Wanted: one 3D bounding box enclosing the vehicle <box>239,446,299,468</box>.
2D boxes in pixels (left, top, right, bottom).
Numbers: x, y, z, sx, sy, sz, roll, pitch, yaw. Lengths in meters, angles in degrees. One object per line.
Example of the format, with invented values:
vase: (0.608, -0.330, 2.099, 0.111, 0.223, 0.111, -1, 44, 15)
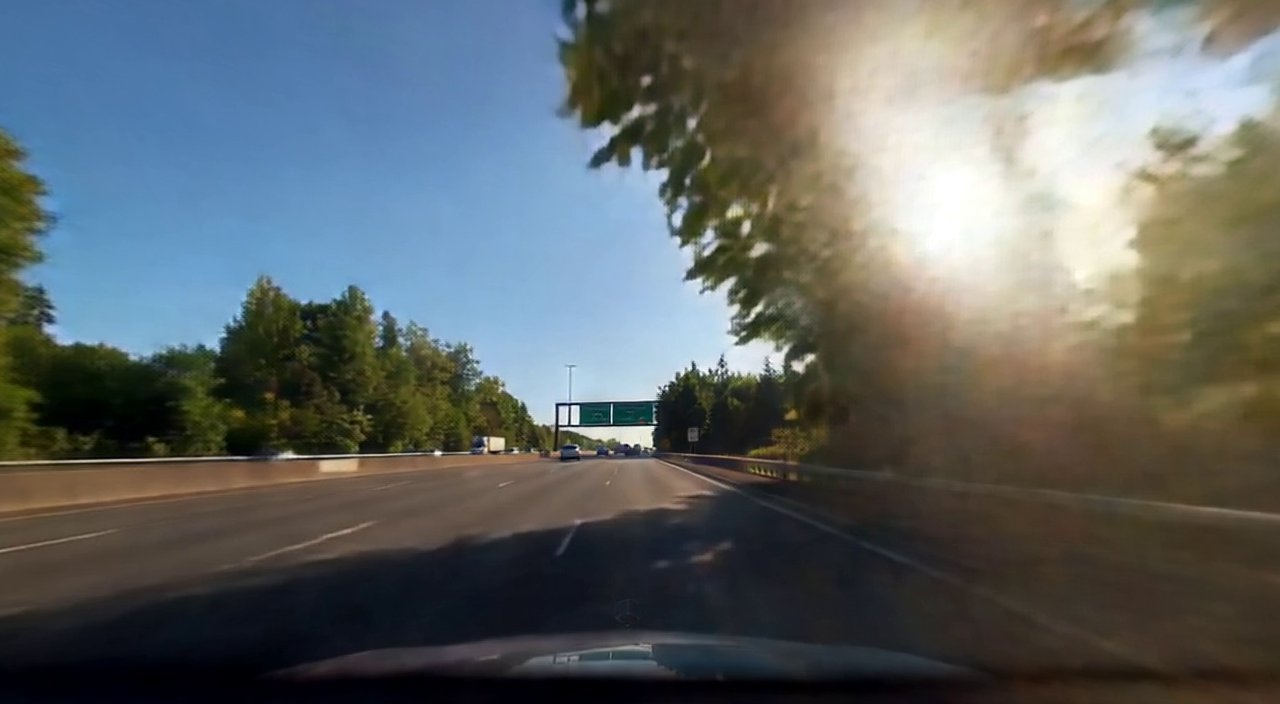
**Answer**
vehicle: (-27.144, 7.704, 46.264, 1.830, 1.555, 4.277, 0, -9, 0)
